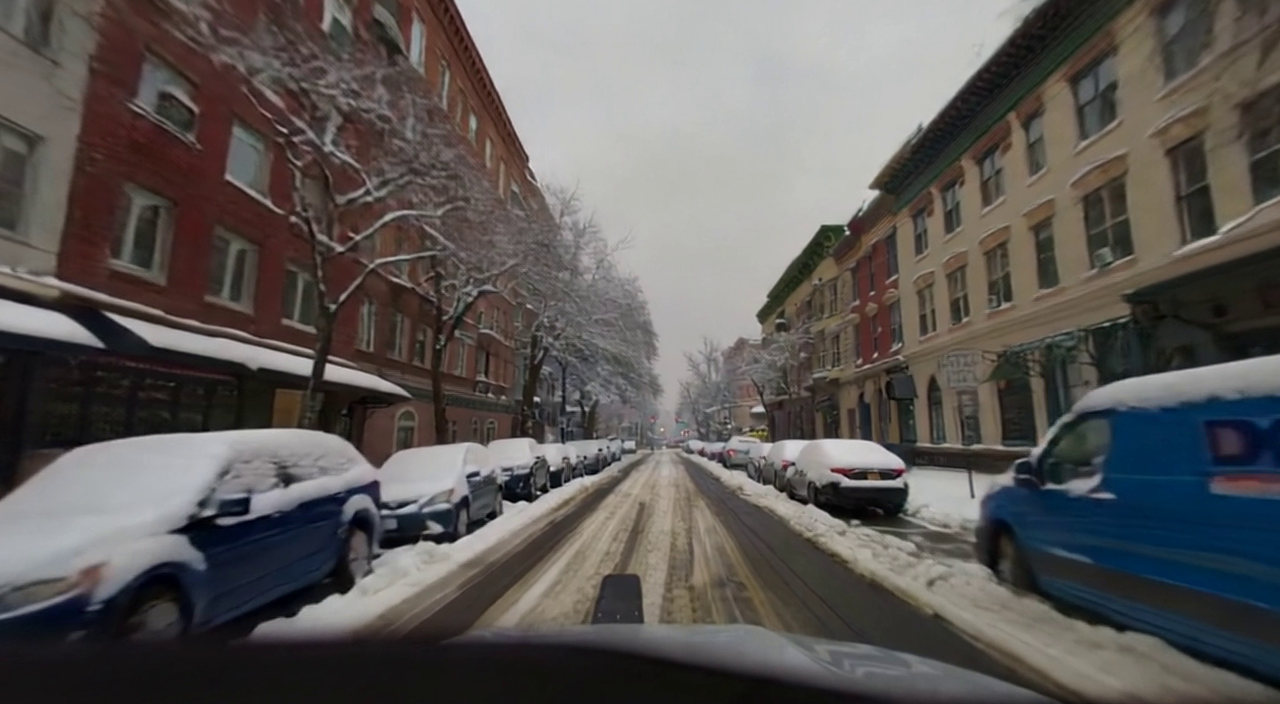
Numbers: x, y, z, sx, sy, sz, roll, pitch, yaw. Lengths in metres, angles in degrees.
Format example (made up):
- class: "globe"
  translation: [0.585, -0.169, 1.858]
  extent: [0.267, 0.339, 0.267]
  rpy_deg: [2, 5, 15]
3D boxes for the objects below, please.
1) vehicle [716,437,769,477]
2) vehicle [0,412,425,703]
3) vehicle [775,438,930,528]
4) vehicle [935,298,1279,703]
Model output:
- class: "vehicle"
  translation: [4.909, 5.066, 30.717]
  extent: [1.879, 1.802, 4.574]
  rpy_deg: [0, -8, 1]
- class: "vehicle"
  translation: [-3.229, 1.258, 4.575]
  extent: [1.867, 1.519, 3.920]
  rpy_deg: [2, -5, 1]
- class: "vehicle"
  translation: [4.092, 2.534, 12.864]
  extent: [1.896, 1.549, 3.845]
  rpy_deg: [0, -8, 1]
- class: "vehicle"
  translation: [3.985, 0.903, 3.704]
  extent: [2.186, 2.024, 4.901]
  rpy_deg: [0, -8, 1]
